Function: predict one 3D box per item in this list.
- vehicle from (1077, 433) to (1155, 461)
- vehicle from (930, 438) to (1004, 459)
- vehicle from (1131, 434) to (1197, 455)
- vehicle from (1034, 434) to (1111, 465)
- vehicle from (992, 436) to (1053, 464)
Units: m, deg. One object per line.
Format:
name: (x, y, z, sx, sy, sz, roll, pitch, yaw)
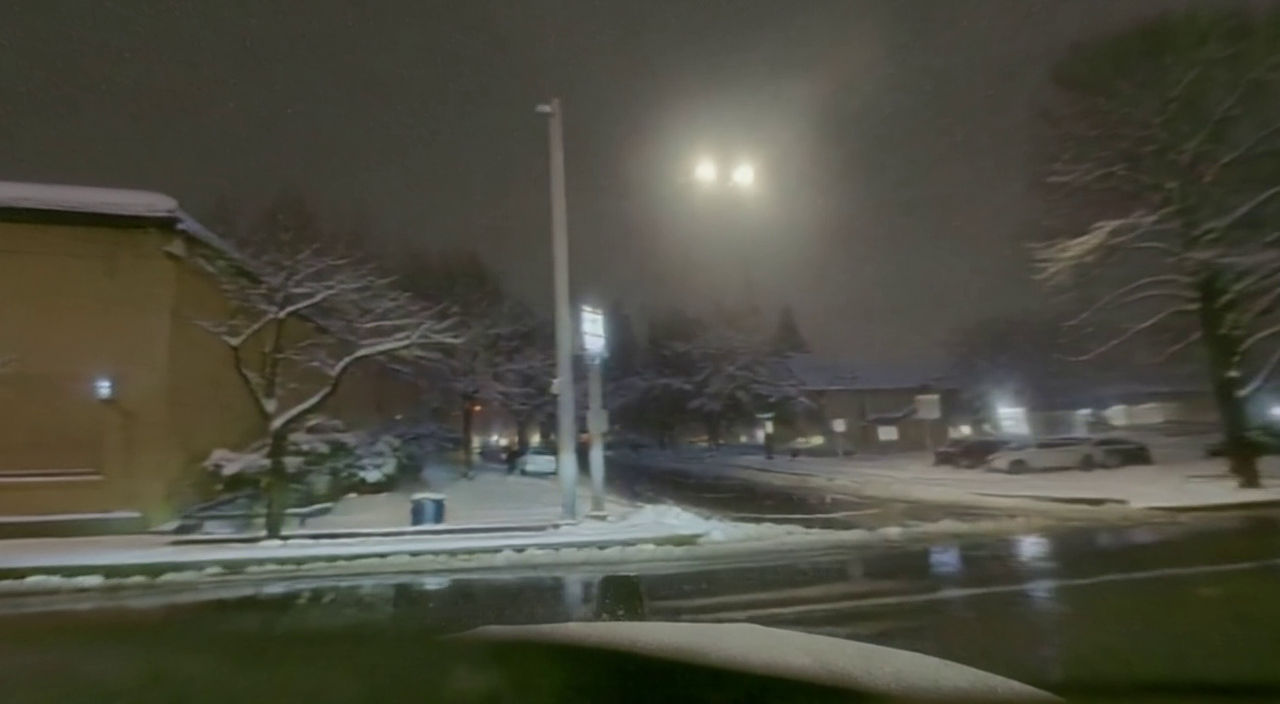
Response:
vehicle: (27.492, 5.522, 36.702, 2.102, 1.541, 4.416, -3, -9, 16)
vehicle: (23.576, 6.973, 45.667, 1.734, 1.418, 4.317, 6, -11, -36)
vehicle: (40.864, 7.202, 49.337, 1.660, 1.415, 3.627, 4, -7, -37)
vehicle: (23.913, 5.410, 35.149, 2.121, 1.541, 5.124, -3, -9, 19)
vehicle: (21.500, 5.537, 35.700, 2.130, 1.458, 4.157, -4, -9, 20)
